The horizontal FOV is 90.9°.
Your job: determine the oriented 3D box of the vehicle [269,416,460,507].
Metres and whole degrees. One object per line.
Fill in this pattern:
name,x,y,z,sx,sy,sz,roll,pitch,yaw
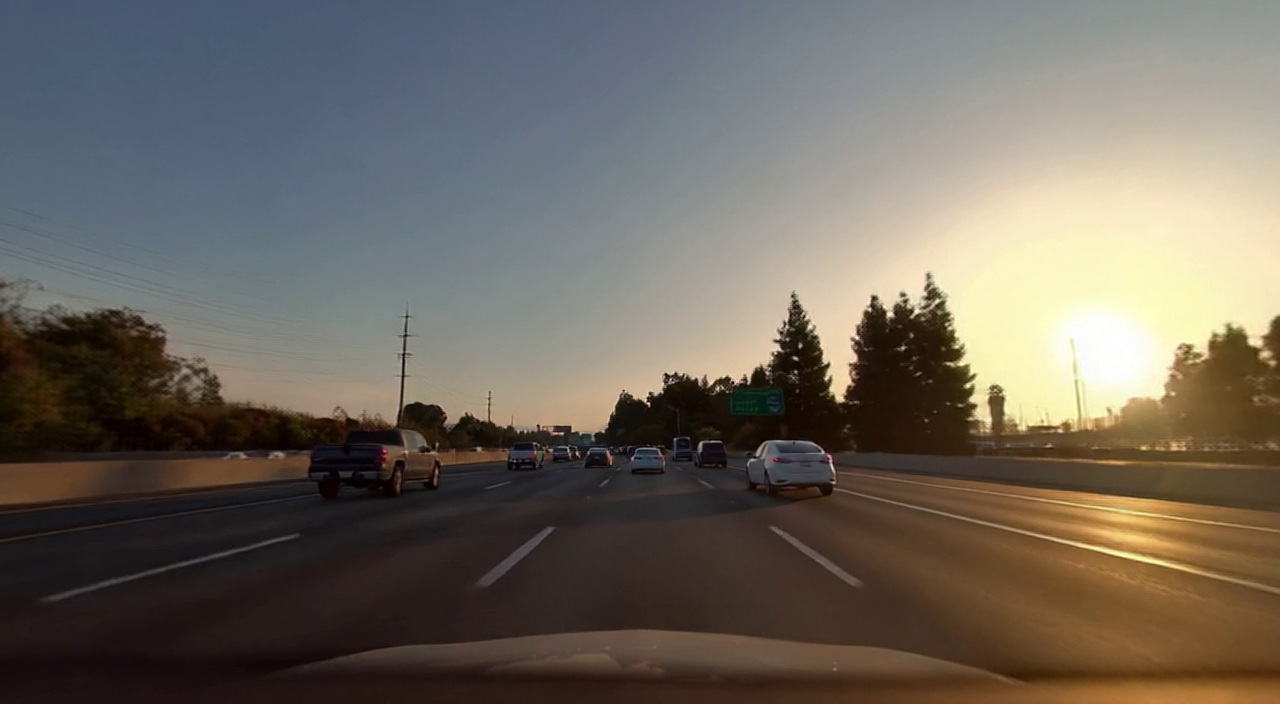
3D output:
vehicle,-6.801,2.807,16.586,2.269,1.936,5.777,0,-8,1

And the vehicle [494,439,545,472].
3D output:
vehicle,-6.654,5.769,35.266,1.978,1.680,4.263,0,-9,1

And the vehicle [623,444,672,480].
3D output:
vehicle,0.319,4.735,27.488,1.966,1.444,3.986,0,-8,0

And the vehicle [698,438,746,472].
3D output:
vehicle,4.593,5.842,36.066,2.195,1.778,4.455,0,-8,1

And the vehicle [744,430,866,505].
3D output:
vehicle,4.108,2.949,16.557,2.002,1.691,4.290,0,-9,0

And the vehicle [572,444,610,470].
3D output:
vehicle,-2.917,6.375,38.538,1.904,1.479,4.274,0,-9,1
